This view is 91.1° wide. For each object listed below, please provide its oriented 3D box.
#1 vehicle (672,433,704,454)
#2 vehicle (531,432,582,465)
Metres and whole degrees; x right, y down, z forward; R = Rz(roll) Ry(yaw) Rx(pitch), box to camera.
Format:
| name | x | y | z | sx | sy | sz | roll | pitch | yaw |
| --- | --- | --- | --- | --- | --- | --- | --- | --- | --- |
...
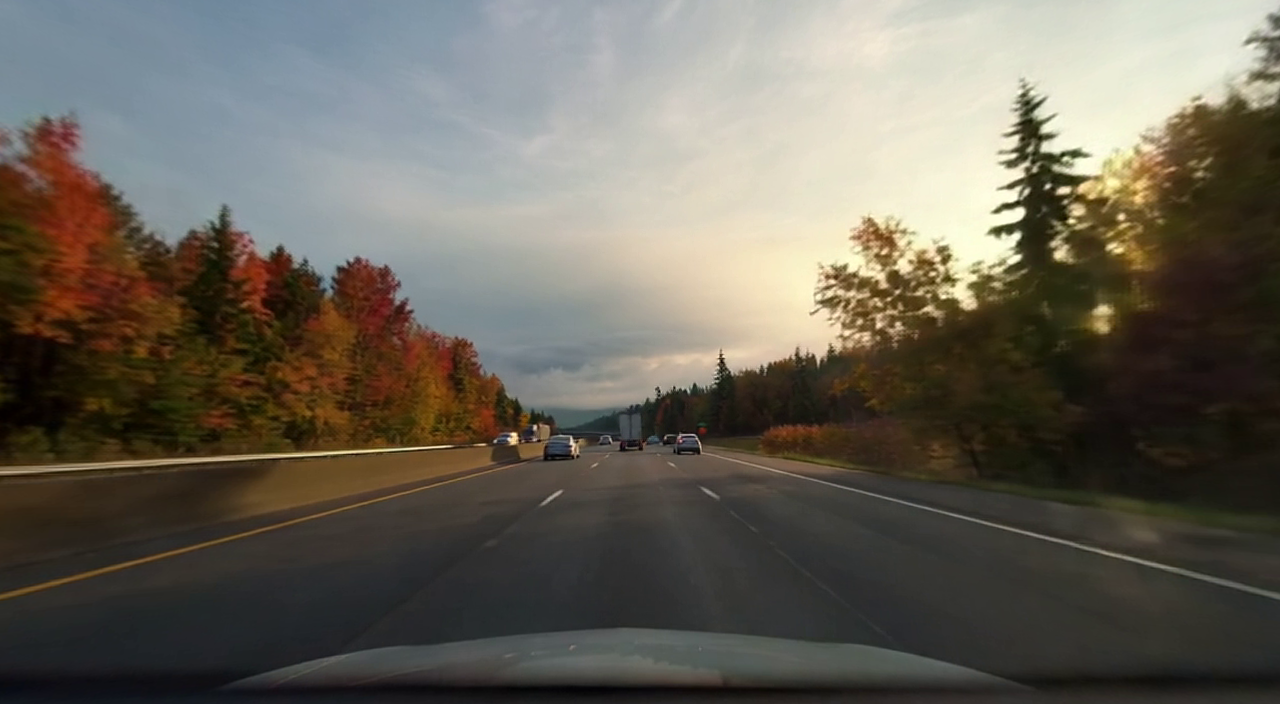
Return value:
| name | x | y | z | sx | sy | sz | roll | pitch | yaw |
| --- | --- | --- | --- | --- | --- | --- | --- | --- | --- |
| vehicle | 3.491 | 6.781 | 46.608 | 1.882 | 1.492 | 3.958 | 0 | -8 | -3 |
| vehicle | -3.980 | 4.684 | 30.659 | 2.027 | 1.501 | 3.920 | 0 | -8 | -1 |
